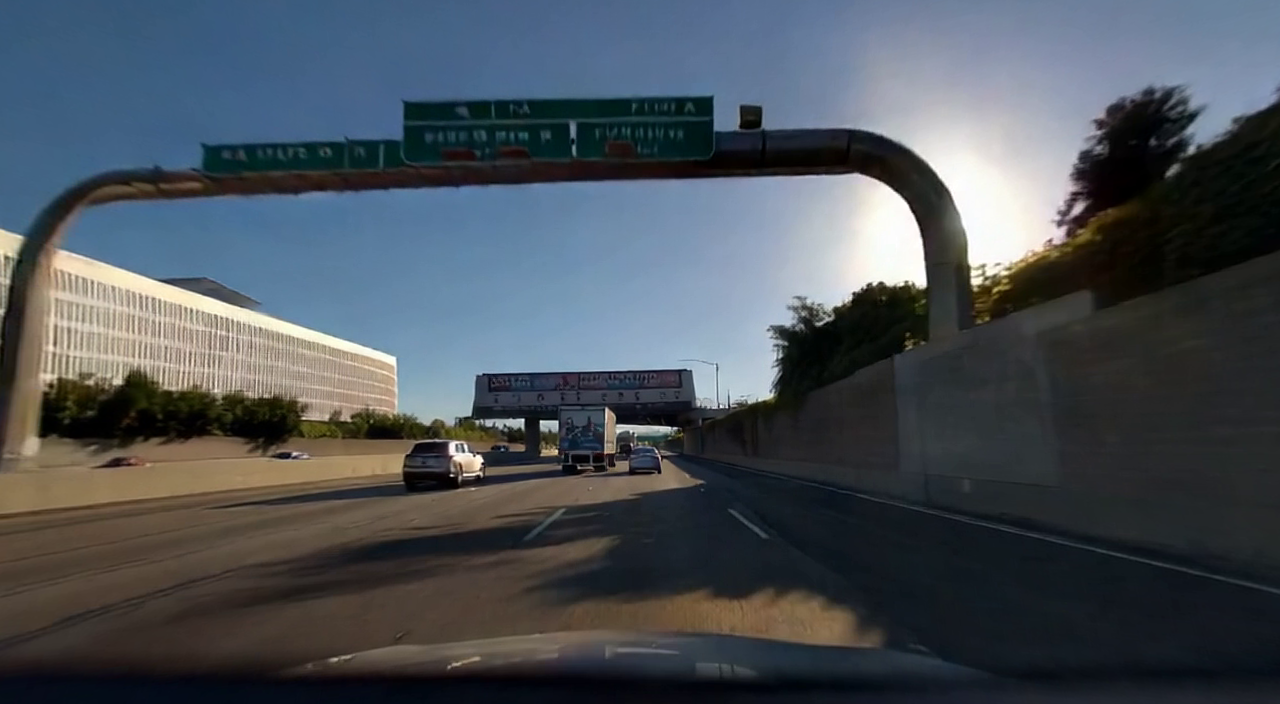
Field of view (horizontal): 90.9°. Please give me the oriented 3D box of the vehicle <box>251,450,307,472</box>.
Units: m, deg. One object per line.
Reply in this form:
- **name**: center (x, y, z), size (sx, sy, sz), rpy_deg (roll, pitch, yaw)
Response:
- **vehicle**: center (-26.596, 8.000, 46.585), size (1.756, 1.501, 4.035), rpy_deg (0, -9, 1)

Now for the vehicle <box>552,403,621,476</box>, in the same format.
- **vehicle**: center (-2.710, 4.882, 34.840), size (2.794, 3.460, 8.595), rpy_deg (-1, -9, 2)

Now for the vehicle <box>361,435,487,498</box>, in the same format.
- **vehicle**: center (-6.350, 3.412, 19.200), size (2.124, 1.674, 4.541), rpy_deg (0, -9, 1)

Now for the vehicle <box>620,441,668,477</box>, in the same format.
- **vehicle**: center (0.214, 5.067, 30.020), size (2.168, 1.597, 3.615), rpy_deg (0, -9, 1)
